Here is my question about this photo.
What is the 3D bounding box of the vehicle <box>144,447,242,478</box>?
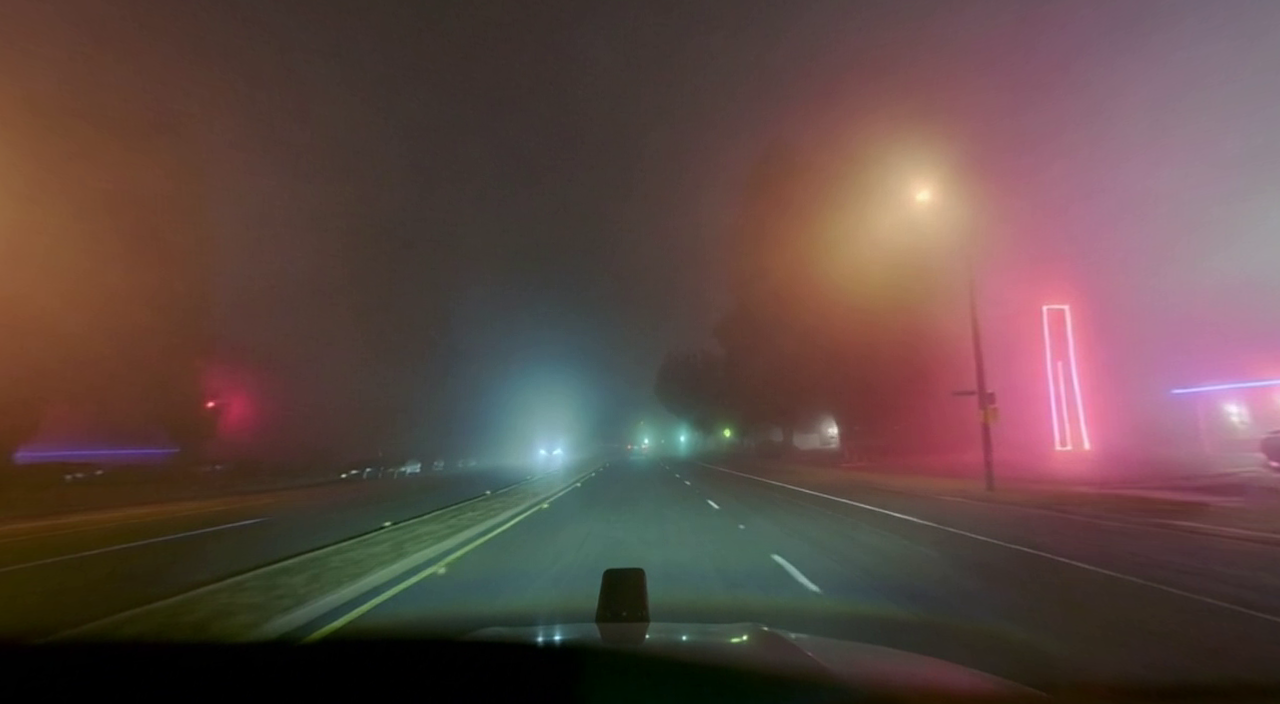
[{"bbox_3d":[-26.652,6.560,37.692,4.261,1.781,1.985,1,-8,-4],"label":"vehicle"}]

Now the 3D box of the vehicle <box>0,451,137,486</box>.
[{"bbox_3d":[-27.323,5.523,30.150,4.591,1.566,2.133,0,-8,-2],"label":"vehicle"}]

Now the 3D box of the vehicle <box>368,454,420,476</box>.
[{"bbox_3d":[-18.487,8.486,47.613,1.861,1.499,4.535,-1,-8,3],"label":"vehicle"}]

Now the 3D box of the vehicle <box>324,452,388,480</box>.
[{"bbox_3d":[-18.808,7.542,41.956,1.959,1.682,4.628,0,-8,3],"label":"vehicle"}]
